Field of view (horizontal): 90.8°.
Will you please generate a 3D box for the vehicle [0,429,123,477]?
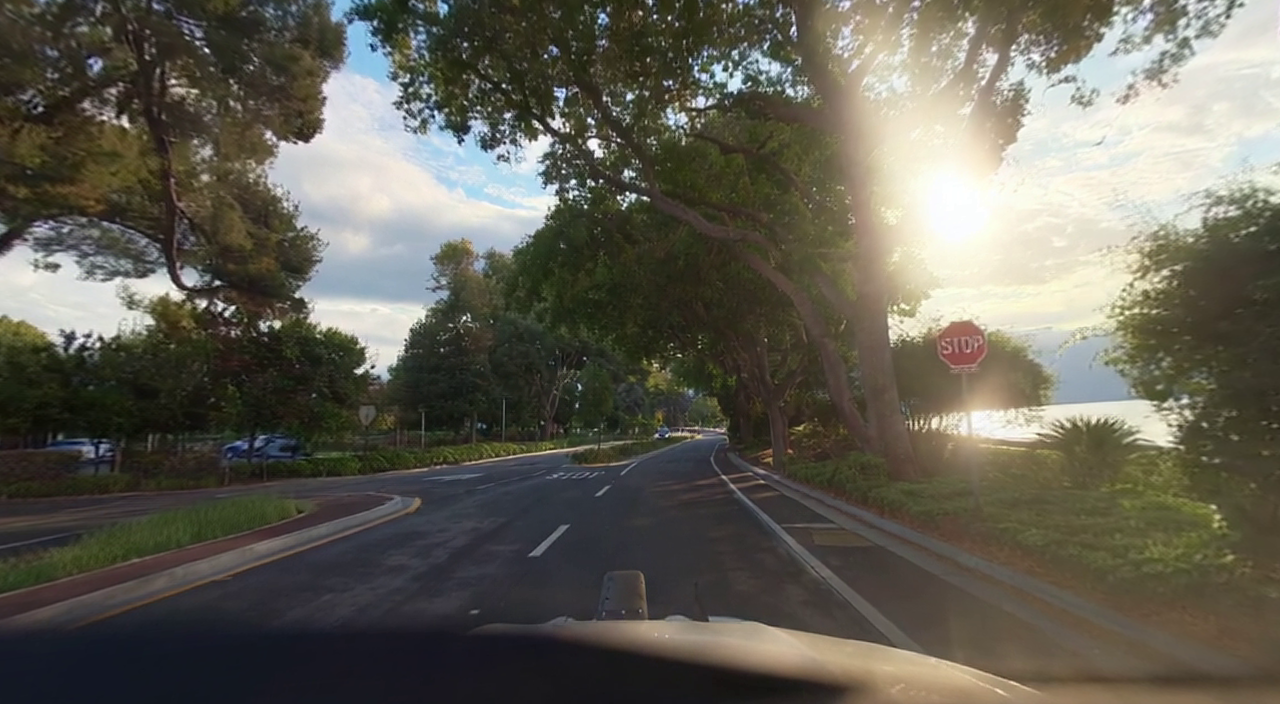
[{"bbox_3d":[-28.370,4.927,30.825,4.733,1.892,1.939,-4,-4,2],"label":"vehicle"}]
